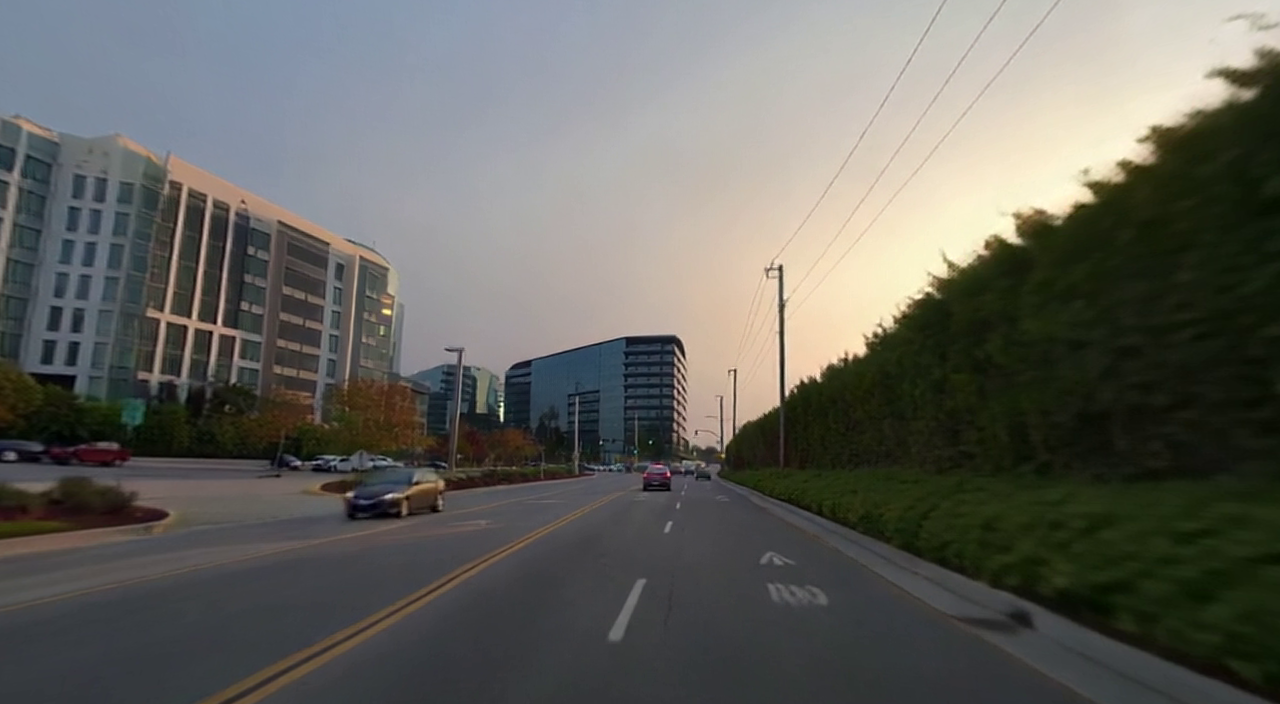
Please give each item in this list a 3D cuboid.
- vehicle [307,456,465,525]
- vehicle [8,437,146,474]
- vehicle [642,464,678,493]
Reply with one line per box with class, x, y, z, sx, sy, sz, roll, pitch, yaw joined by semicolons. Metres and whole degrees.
vehicle;-6.365;3.551;16.492;1.979;1.499;4.666;0;-10;3
vehicle;-31.999;5.978;35.914;2.033;1.959;5.294;-4;-11;24
vehicle;1.290;7.802;38.935;2.067;1.629;3.858;0;-10;4
